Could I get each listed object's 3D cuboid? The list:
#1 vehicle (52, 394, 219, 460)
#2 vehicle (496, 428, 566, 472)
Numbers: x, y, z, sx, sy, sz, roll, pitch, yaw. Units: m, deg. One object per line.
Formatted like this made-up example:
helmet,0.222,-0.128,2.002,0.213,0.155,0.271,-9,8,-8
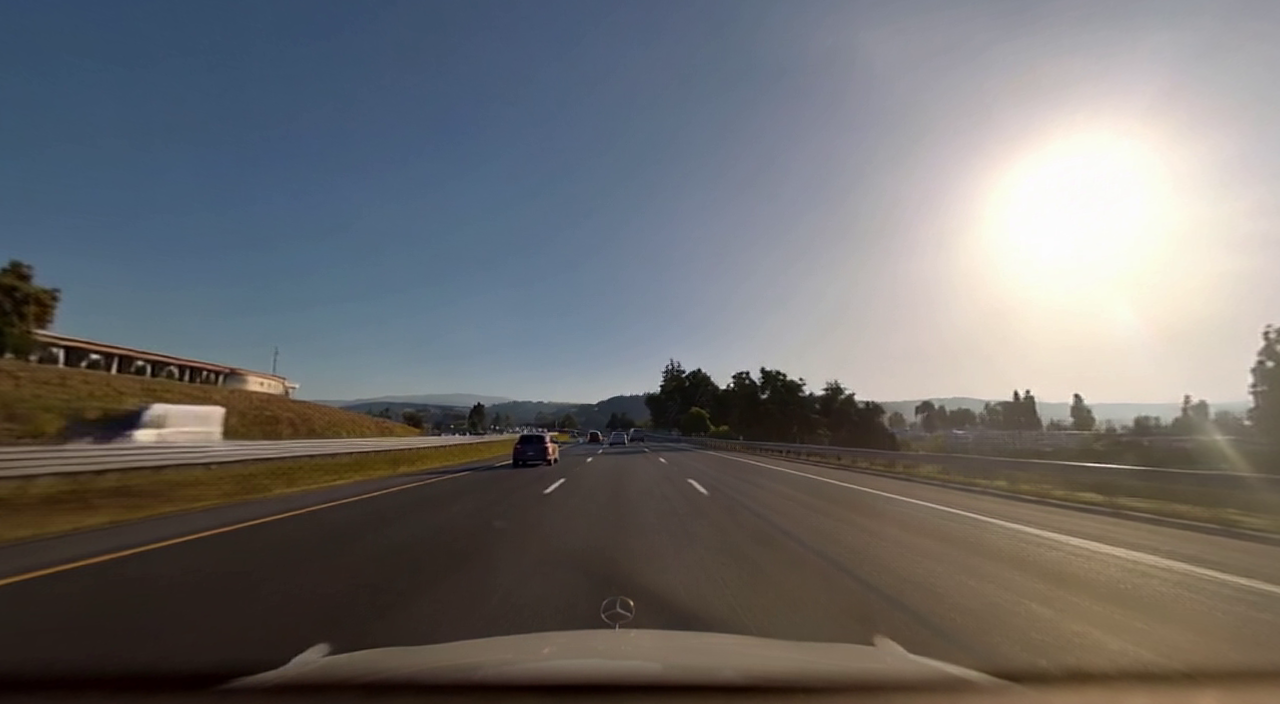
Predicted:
vehicle,-24.087,3.689,30.685,2.554,2.856,6.856,0,-8,-2
vehicle,-4.223,3.859,25.087,2.062,1.591,4.156,0,-8,0
